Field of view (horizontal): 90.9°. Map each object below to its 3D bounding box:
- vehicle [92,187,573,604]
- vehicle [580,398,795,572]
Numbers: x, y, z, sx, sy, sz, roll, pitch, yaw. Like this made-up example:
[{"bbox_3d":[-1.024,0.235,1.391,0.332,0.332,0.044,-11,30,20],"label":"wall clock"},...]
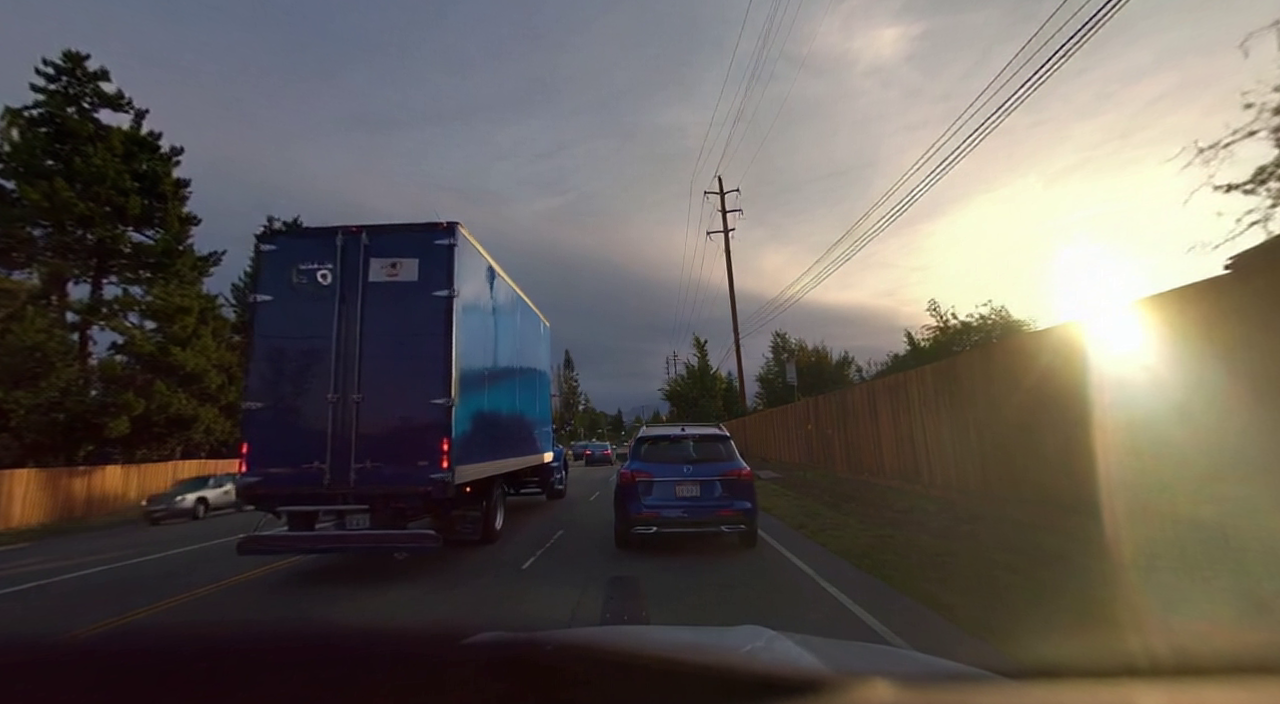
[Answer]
[{"bbox_3d":[-3.079,0.964,9.981,2.928,3.658,8.980,0,-9,1],"label":"vehicle"},{"bbox_3d":[0.454,1.659,8.529,2.174,1.749,4.113,0,-9,-1],"label":"vehicle"}]
